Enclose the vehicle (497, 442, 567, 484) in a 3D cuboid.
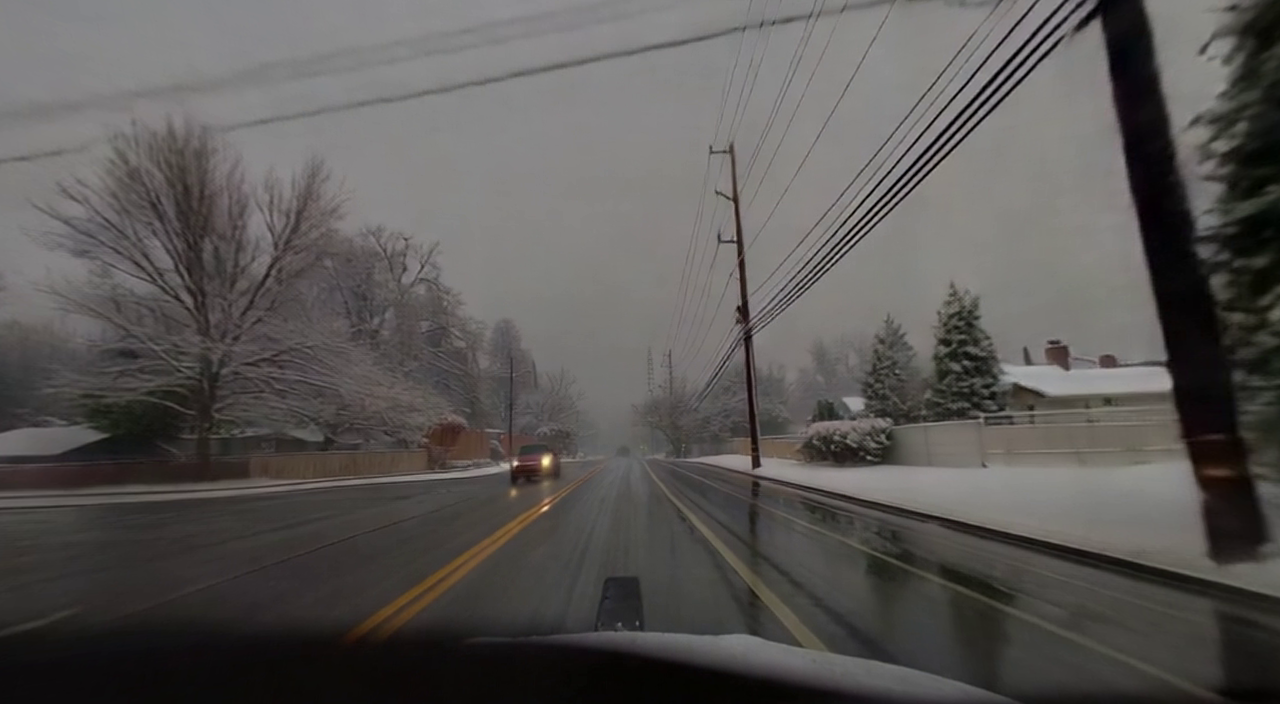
[{"bbox_3d":[-4.243,4.414,25.488,2.074,1.511,4.126,0,-8,0],"label":"vehicle"}]
